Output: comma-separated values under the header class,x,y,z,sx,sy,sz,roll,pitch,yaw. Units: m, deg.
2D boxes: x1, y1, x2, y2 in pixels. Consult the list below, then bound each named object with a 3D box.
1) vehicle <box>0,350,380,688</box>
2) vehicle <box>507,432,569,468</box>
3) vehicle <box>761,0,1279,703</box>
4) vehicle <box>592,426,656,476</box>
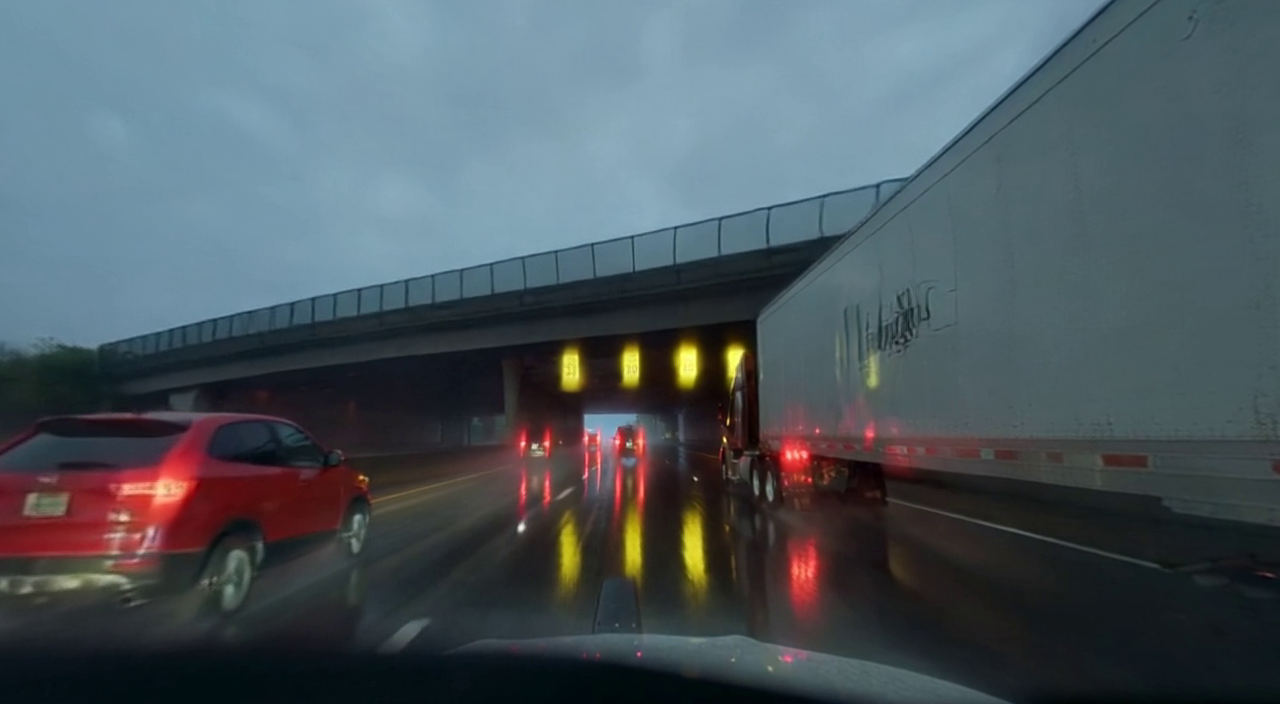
class,x,y,z,sx,sy,sz,roll,pitch,yaw
vehicle,-3.452,1.021,4.655,1.826,1.695,2.870,0,-8,-1
vehicle,-4.353,4.257,27.689,2.019,1.435,4.317,0,-8,0
vehicle,3.998,0.023,5.529,2.842,4.108,14.081,0,-8,-1
vehicle,-0.539,3.466,22.303,2.094,1.600,3.666,0,-8,-1
